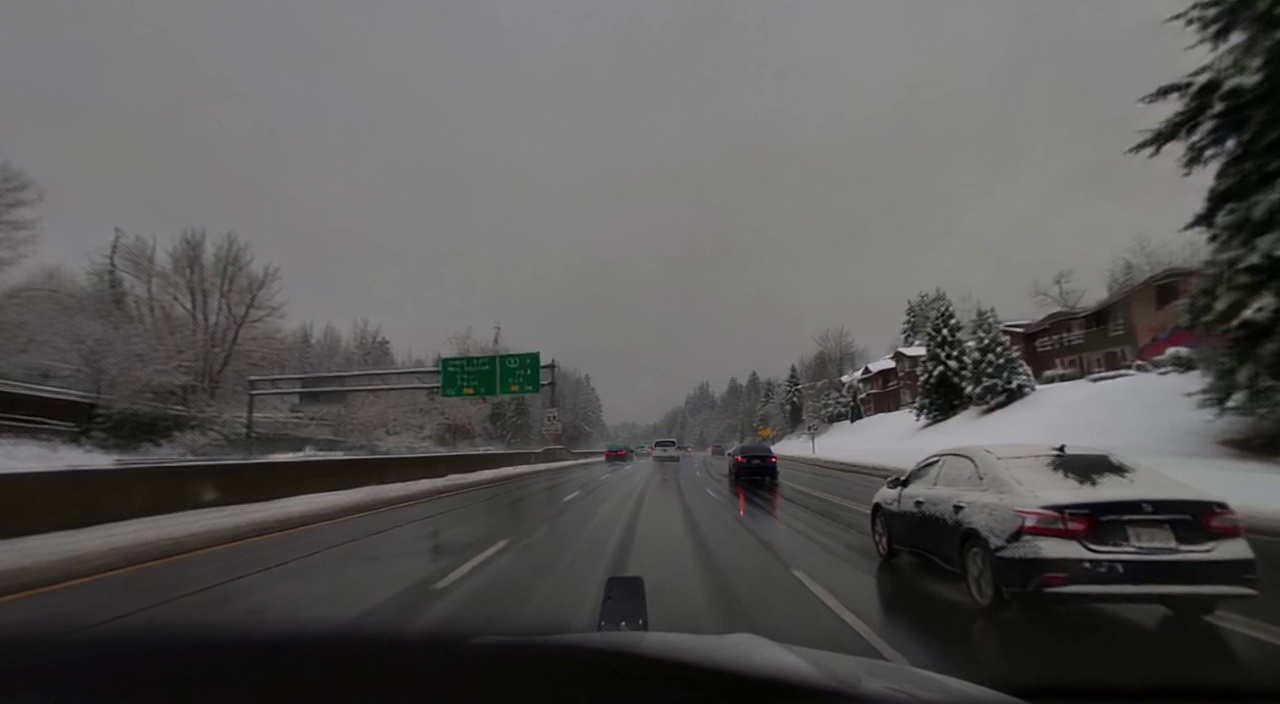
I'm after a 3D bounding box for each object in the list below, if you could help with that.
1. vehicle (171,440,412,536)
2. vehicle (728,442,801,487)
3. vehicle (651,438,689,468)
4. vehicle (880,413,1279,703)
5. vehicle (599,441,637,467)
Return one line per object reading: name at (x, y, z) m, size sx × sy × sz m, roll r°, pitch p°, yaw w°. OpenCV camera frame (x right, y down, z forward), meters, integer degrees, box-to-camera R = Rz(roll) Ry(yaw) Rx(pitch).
vehicle at (-6.395, 2.495, 12.342) m, size 2.050 × 1.507 × 4.375 m, roll 0°, pitch -8°, yaw 3°
vehicle at (4.388, 4.001, 22.776) m, size 1.854 × 1.438 × 3.954 m, roll 0°, pitch -8°, yaw 1°
vehicle at (1.837, 6.168, 38.704) m, size 2.183 × 1.764 × 4.134 m, roll 0°, pitch -8°, yaw 3°
vehicle at (3.691, 1.354, 5.065) m, size 1.912 × 1.509 × 4.291 m, roll 0°, pitch -8°, yaw 1°
vehicle at (-1.468, 7.109, 44.210) m, size 2.070 × 1.740 × 4.678 m, roll -1°, pitch -8°, yaw 6°
